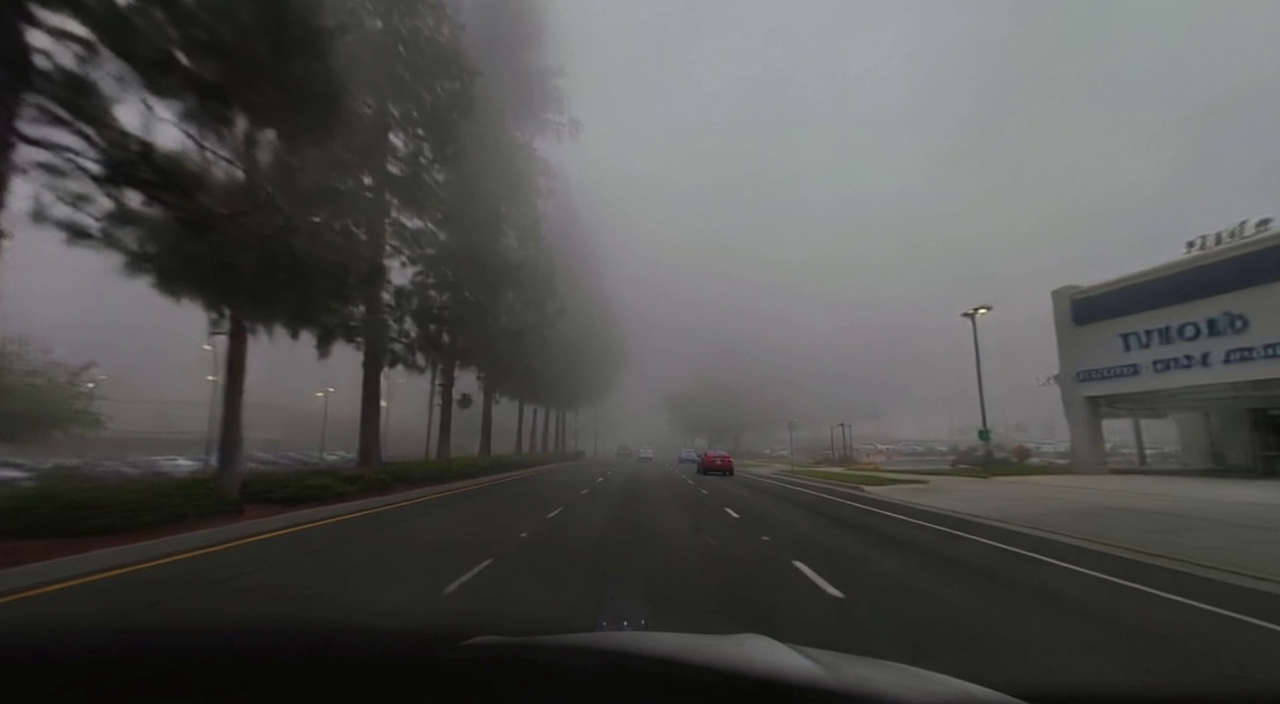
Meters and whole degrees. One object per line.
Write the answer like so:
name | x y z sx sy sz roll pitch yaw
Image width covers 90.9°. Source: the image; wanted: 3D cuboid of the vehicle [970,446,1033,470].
vehicle | 26.600 7.807 46.565 1.959 1.646 4.226 1 -8 -4

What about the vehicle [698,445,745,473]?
vehicle | 4.455 5.934 35.150 1.916 1.459 4.335 0 -8 -1

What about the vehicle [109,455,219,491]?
vehicle | -22.707 5.764 30.325 1.841 1.510 4.389 0 -8 0

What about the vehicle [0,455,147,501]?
vehicle | -22.695 5.005 25.462 1.674 1.483 4.741 -4 -8 1
